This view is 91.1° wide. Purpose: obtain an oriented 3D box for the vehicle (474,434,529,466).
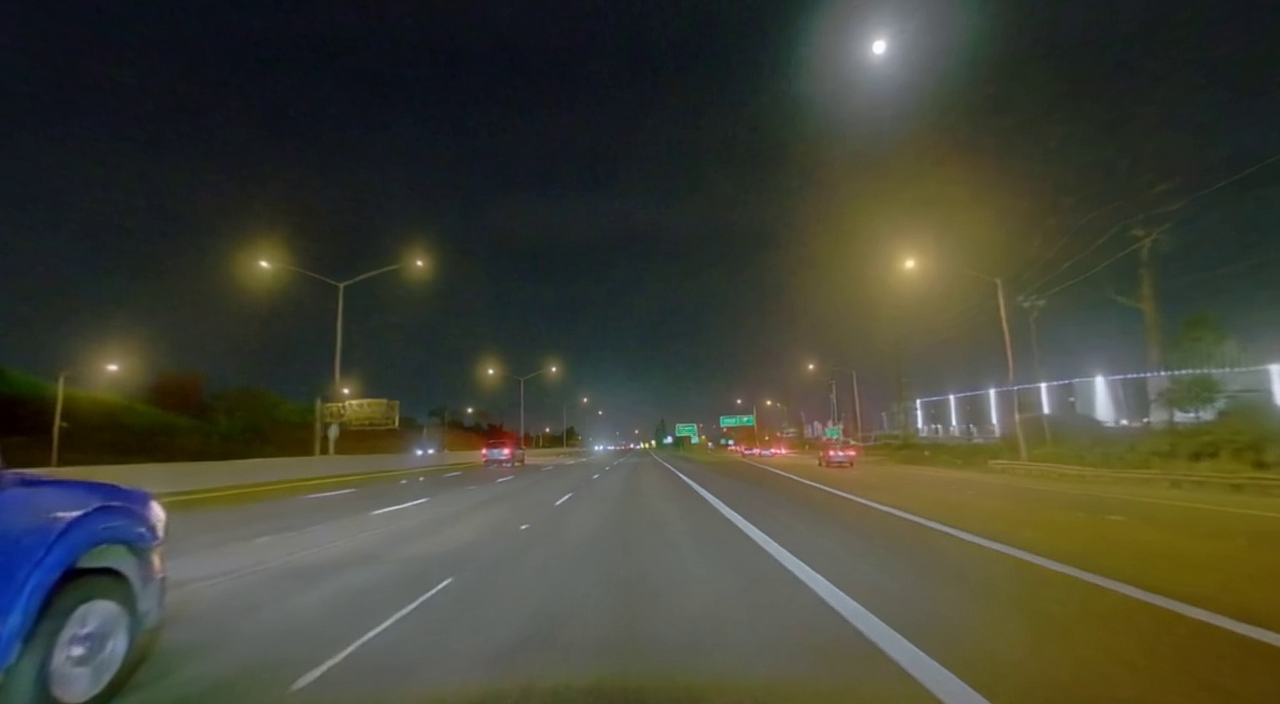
[{"bbox_3d":[-10.246,7.309,47.119,2.667,2.213,6.081,0,-8,0],"label":"vehicle"}]
